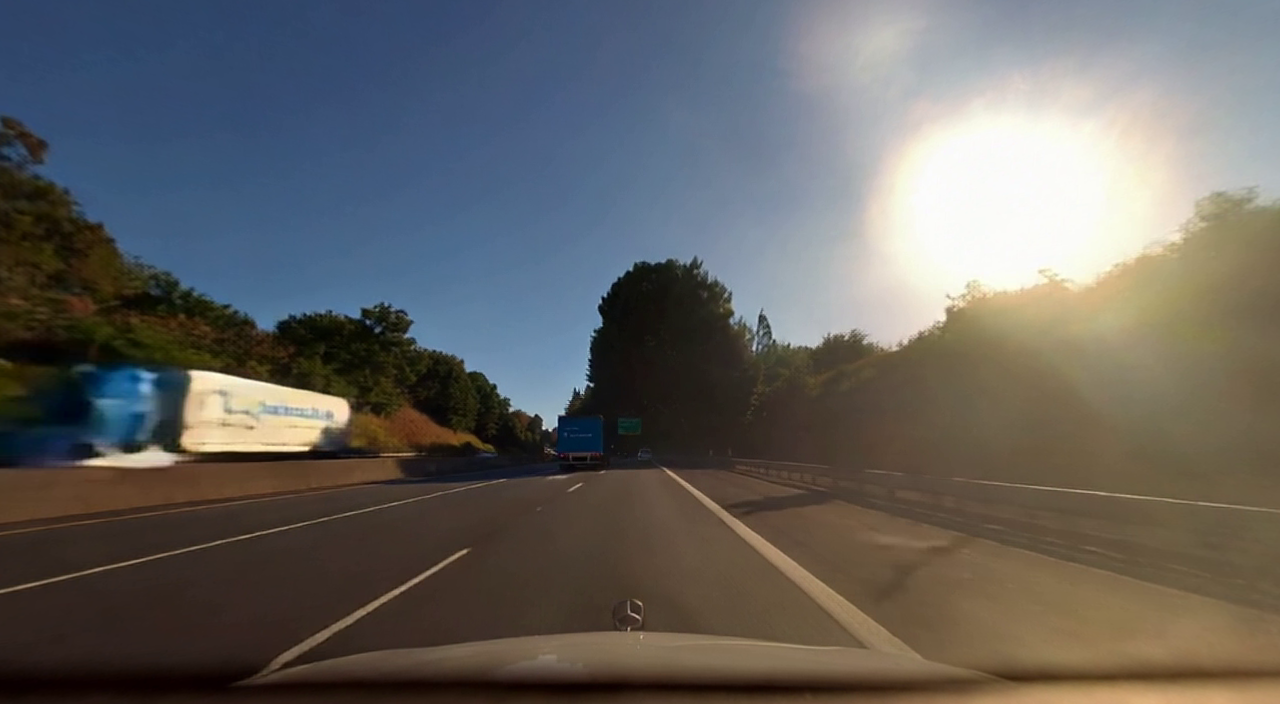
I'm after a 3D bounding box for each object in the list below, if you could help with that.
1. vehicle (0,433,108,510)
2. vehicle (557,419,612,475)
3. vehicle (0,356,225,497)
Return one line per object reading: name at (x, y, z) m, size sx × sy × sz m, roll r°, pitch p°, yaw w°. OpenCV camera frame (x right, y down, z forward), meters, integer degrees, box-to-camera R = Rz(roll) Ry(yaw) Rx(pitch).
vehicle at (-13.238, 2.399, 12.708) m, size 1.777 × 1.473 × 3.648 m, roll 0°, pitch -9°, yaw 0°
vehicle at (-3.273, 5.867, 38.870) m, size 2.695 × 3.151 × 6.885 m, roll 0°, pitch -9°, yaw 0°
vehicle at (-17.298, 2.529, 20.786) m, size 3.012 × 3.971 × 5.873 m, roll 0°, pitch -9°, yaw 0°
